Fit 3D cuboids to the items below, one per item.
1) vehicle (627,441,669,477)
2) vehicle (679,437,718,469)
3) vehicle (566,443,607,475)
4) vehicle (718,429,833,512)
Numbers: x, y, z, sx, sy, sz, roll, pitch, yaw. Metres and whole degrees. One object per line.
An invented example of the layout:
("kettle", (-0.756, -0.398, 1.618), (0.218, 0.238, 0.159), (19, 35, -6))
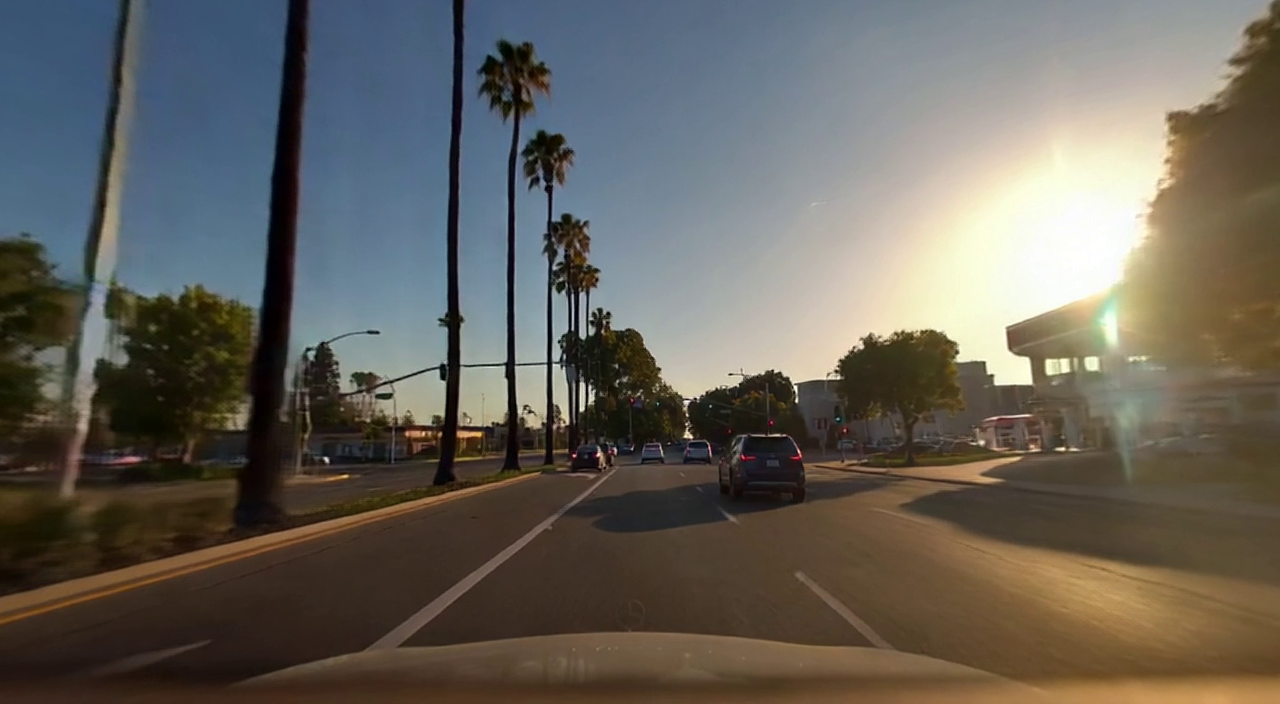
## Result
("vehicle", (0.383, 5.311, 31.490), (1.991, 1.664, 3.814), (0, -8, 0))
("vehicle", (3.846, 6.770, 42.384), (2.154, 1.975, 4.634), (0, -8, 0))
("vehicle", (-2.829, 5.756, 34.212), (1.788, 1.600, 4.298), (0, -8, 1))
("vehicle", (3.127, 2.804, 15.424), (1.872, 1.752, 3.896), (0, -8, -1))
